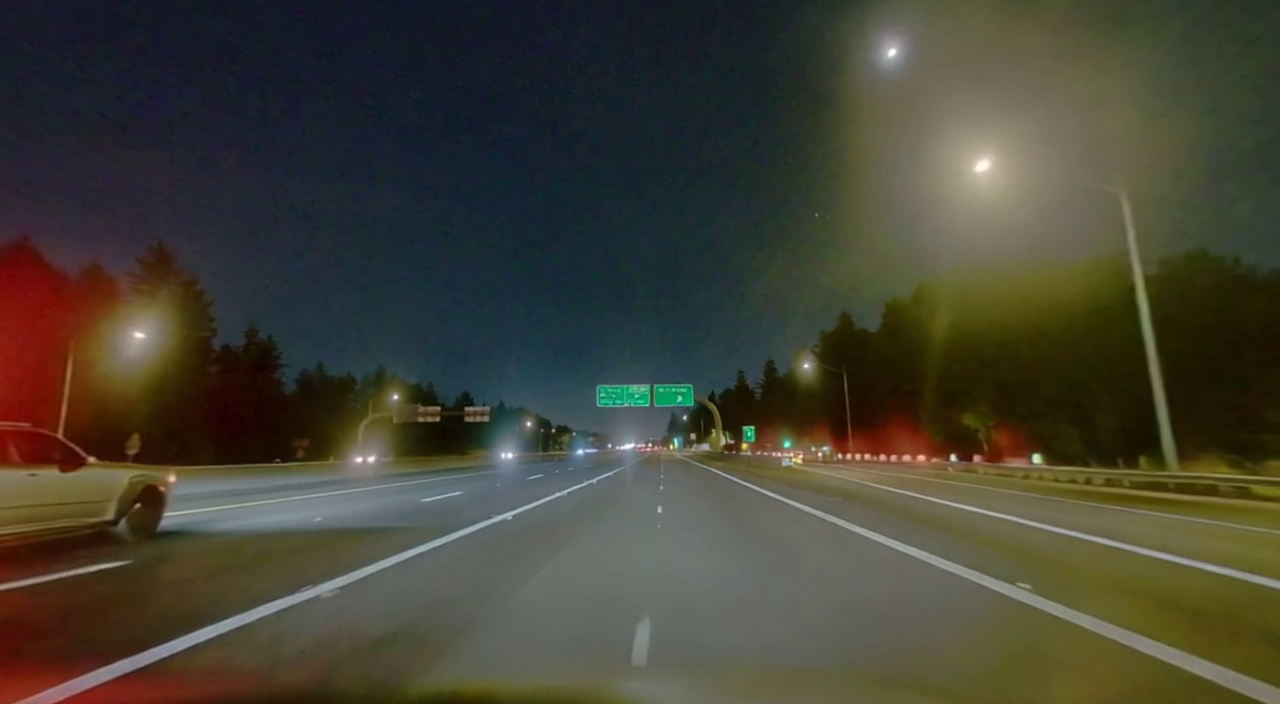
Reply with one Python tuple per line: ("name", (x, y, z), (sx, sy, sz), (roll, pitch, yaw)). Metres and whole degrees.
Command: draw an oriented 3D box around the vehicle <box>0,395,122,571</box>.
("vehicle", (-8.067, 1.261, 5.757), (2.272, 1.869, 4.945), (0, -8, 3))
